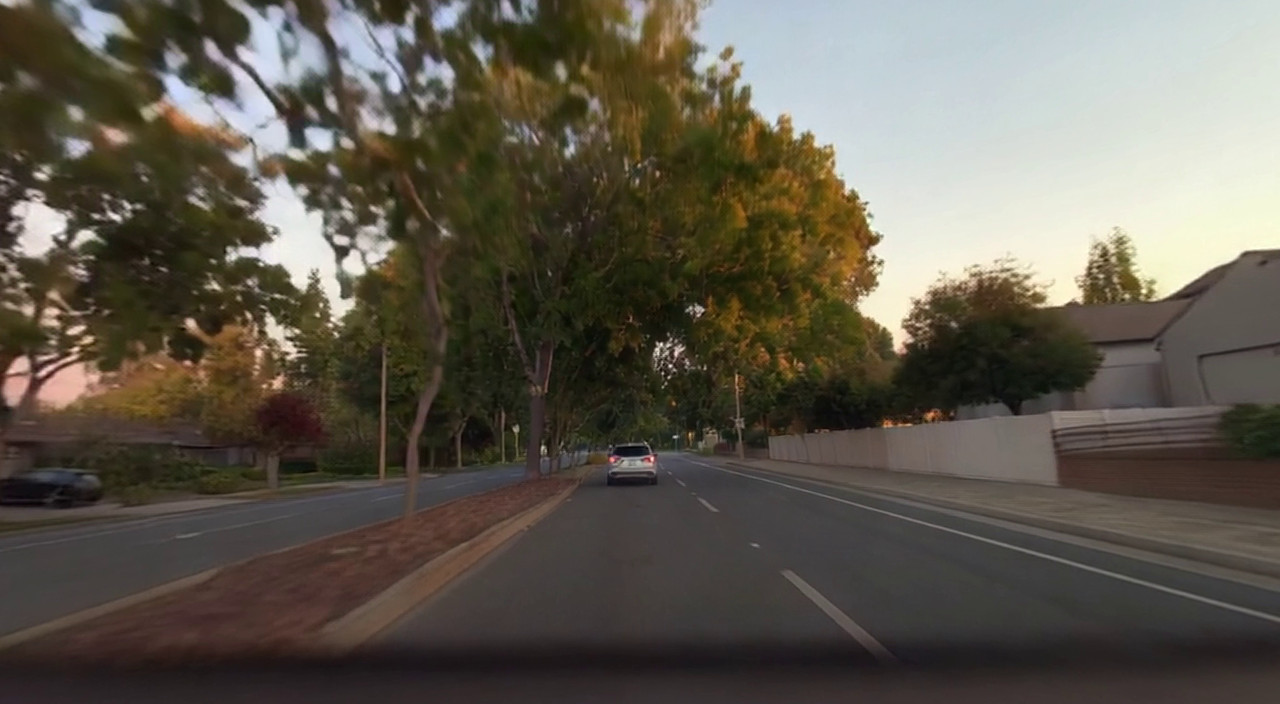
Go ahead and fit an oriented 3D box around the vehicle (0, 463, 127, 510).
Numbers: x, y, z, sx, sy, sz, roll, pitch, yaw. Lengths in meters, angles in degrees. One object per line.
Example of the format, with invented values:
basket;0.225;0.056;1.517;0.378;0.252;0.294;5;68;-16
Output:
vehicle;-21.605;4.820;22.851;4.366;1.526;1.921;0;-9;0

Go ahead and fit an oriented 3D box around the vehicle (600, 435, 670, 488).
vehicle;-0.174;3.761;21.934;2.181;1.639;4.127;0;-9;0
